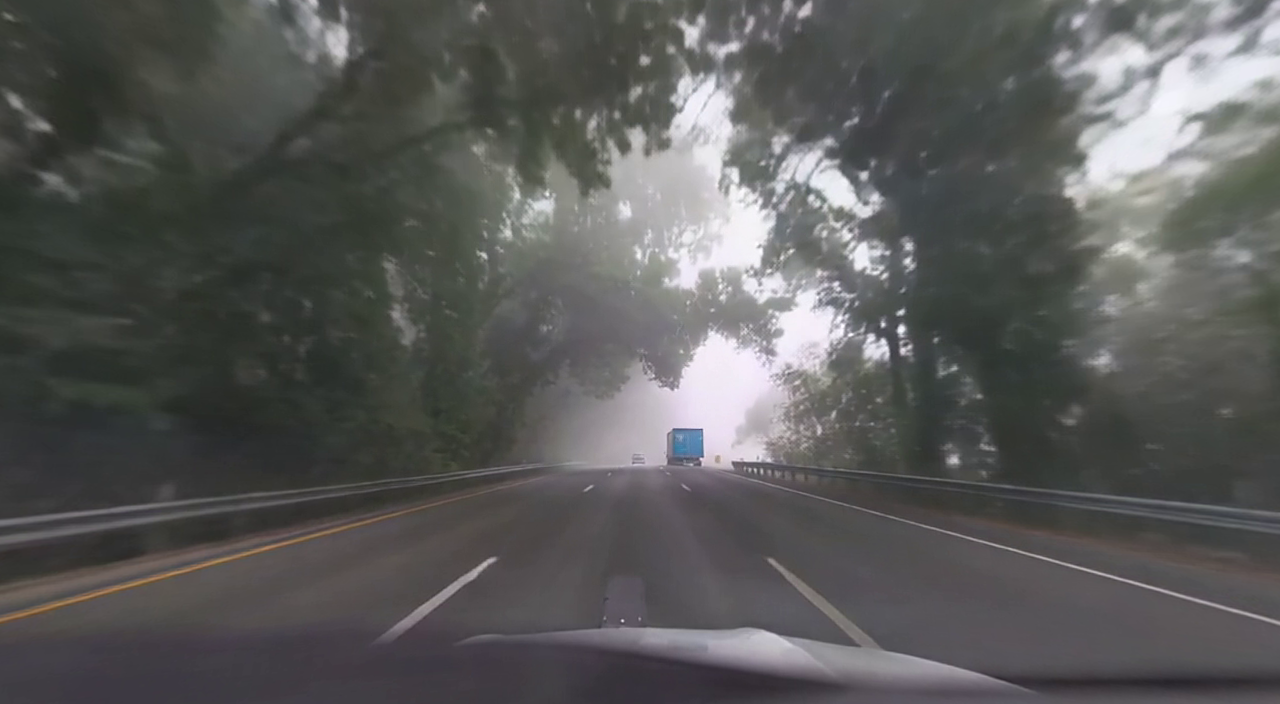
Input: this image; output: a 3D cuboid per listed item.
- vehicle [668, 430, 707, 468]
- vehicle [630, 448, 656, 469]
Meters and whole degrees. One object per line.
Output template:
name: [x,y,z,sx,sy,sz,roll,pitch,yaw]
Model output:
vehicle: [3.666,7.685,49.947,2.572,2.795,5.978,0,-9,-1]
vehicle: [0.237,8.022,47.466,1.900,1.497,3.732,0,-9,1]
